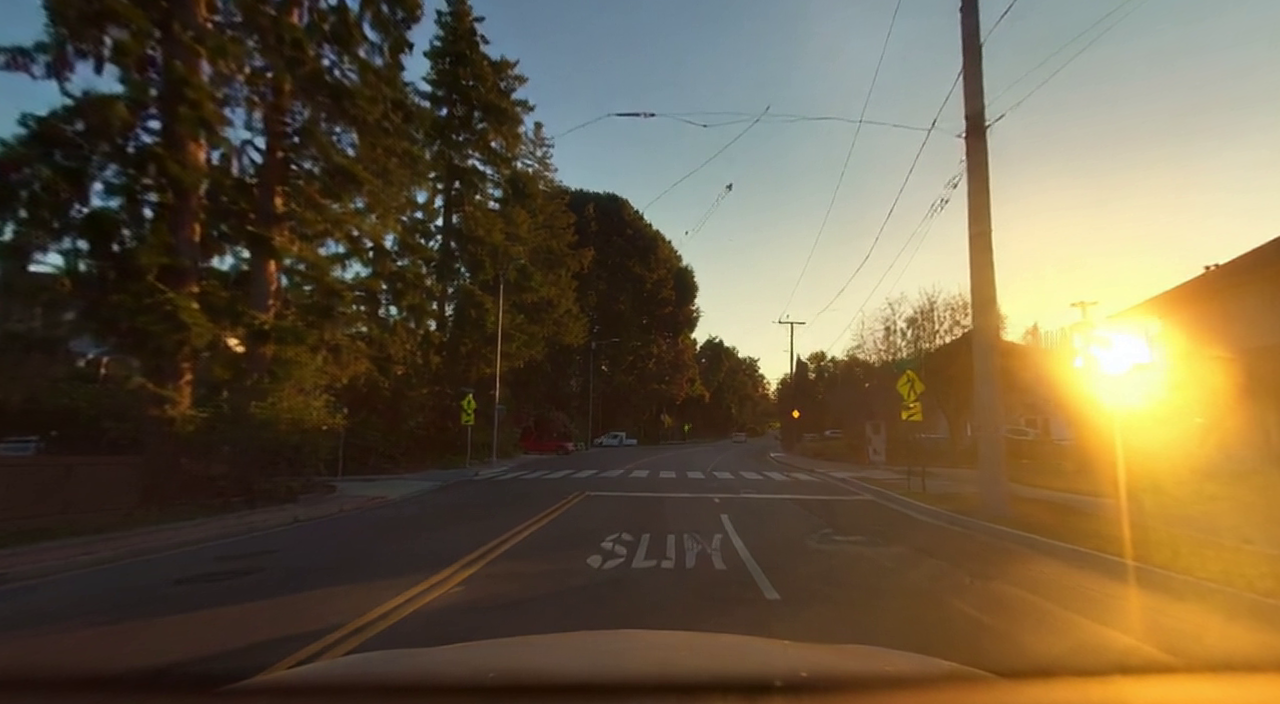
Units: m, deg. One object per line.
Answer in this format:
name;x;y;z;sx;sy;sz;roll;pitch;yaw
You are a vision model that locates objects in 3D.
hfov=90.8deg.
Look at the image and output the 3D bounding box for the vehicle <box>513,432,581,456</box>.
vehicle;-6.608;6.571;44.977;4.377;1.596;1.836;-3;-9;17
